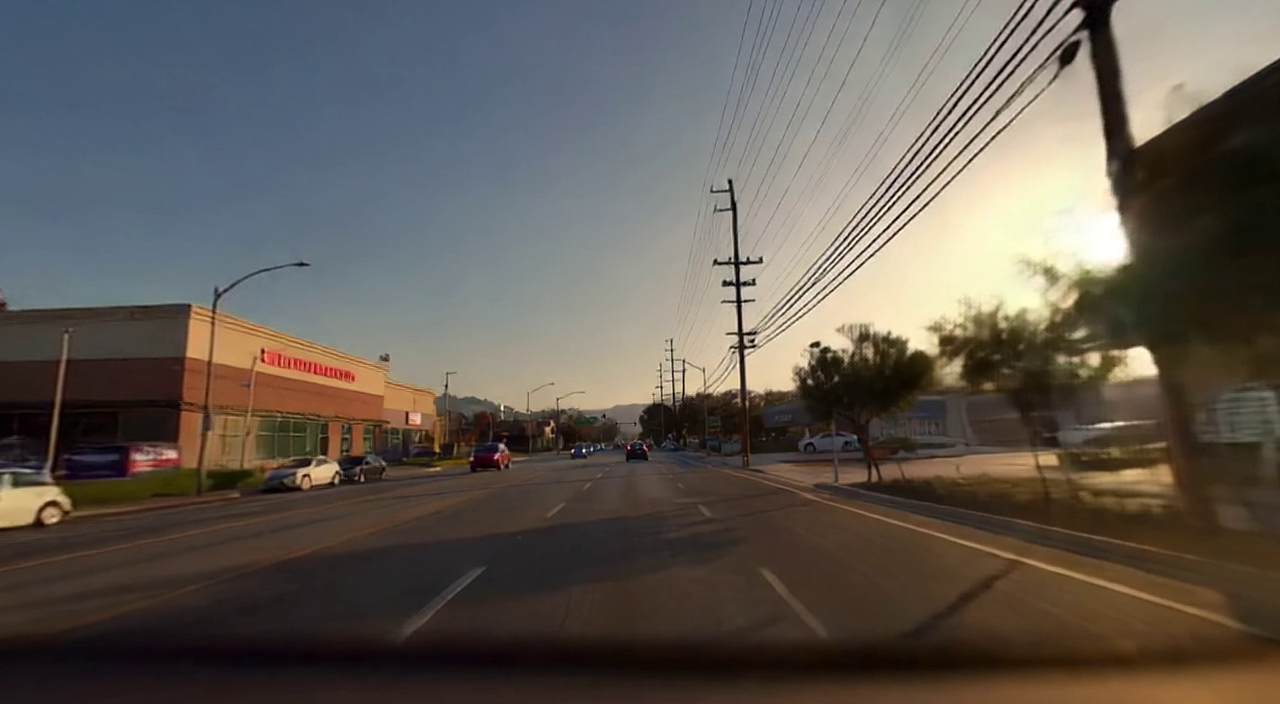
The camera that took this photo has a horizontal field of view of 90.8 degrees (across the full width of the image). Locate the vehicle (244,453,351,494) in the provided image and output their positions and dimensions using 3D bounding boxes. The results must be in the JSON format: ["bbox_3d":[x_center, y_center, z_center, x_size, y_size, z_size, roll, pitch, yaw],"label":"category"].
[{"bbox_3d":[-14.824,5.262,27.759,1.954,1.519,5.051,-1,-8,-1],"label":"vehicle"}]

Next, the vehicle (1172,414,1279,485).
[{"bbox_3d":[14.629,2.148,14.094,3.929,1.456,1.774,0,-8,-3],"label":"vehicle"}]

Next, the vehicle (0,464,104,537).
[{"bbox_3d":[-14.374,3.146,13.226,1.927,1.427,5.198,1,-8,-3],"label":"vehicle"}]

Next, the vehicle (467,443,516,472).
[{"bbox_3d":[-9.423,6.713,40.404,1.940,1.698,5.028,0,-8,0],"label":"vehicle"}]

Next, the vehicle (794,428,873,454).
[{"bbox_3d":[13.508,6.260,44.394,4.836,1.750,2.079,0,-8,-1],"label":"vehicle"}]

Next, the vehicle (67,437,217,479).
[{"bbox_3d":[-23.932,5.092,30.705,5.233,1.880,2.362,4,-9,-28],"label":"vehicle"}]

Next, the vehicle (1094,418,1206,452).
[{"bbox_3d":[31.717,5.148,39.424,4.895,1.884,2.320,-2,-6,1],"label":"vehicle"}]

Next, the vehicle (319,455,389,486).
[{"bbox_3d":[-14.856,6.141,33.028,1.753,1.401,4.223,0,-8,-1],"label":"vehicle"}]
